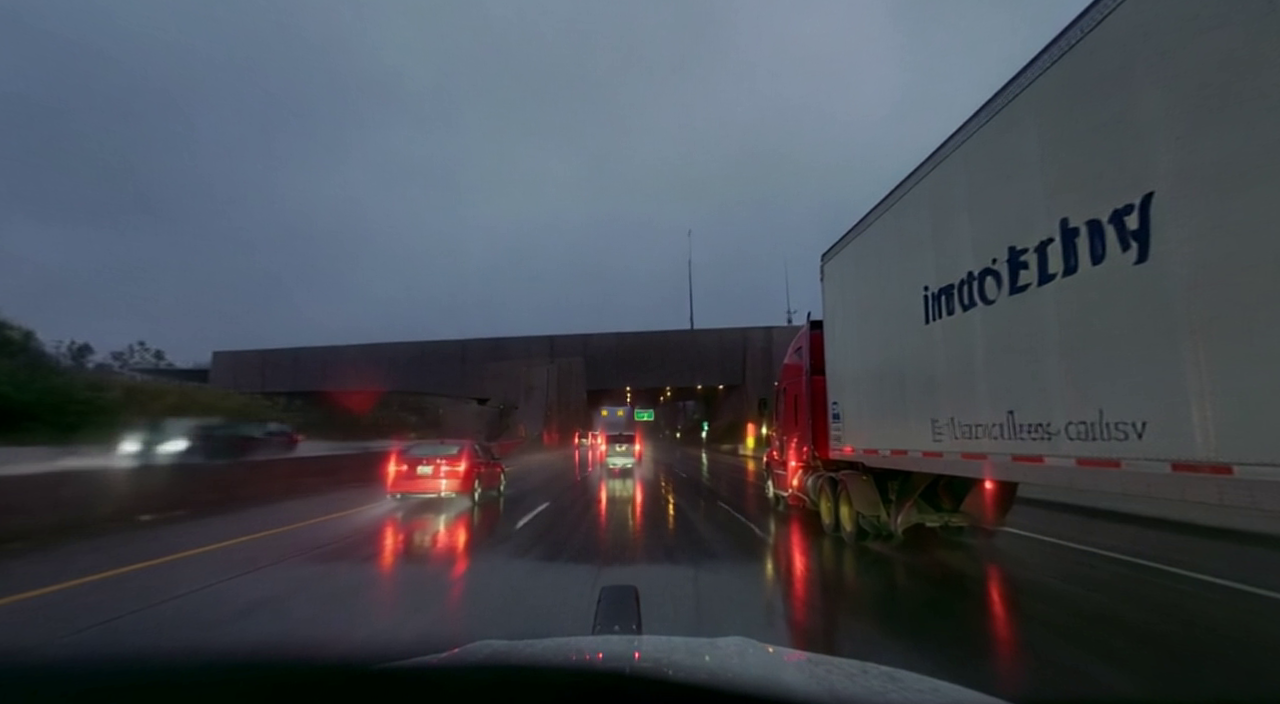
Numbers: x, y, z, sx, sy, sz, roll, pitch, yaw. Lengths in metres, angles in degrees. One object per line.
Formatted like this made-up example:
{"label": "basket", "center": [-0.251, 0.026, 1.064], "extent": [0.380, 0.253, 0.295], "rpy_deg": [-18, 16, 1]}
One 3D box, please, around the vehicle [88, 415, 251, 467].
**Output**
{"label": "vehicle", "center": [-15.316, 2.943, 20.929], "extent": [1.844, 1.493, 4.736], "rpy_deg": [0, -8, -1]}

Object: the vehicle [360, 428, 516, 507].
{"label": "vehicle", "center": [-4.167, 2.443, 13.887], "extent": [2.019, 1.435, 4.317], "rpy_deg": [0, -8, 0]}

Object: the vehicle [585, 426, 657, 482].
{"label": "vehicle", "center": [-0.582, 3.235, 20.285], "extent": [2.094, 1.600, 3.666], "rpy_deg": [0, -8, -1]}

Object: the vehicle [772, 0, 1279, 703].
{"label": "vehicle", "center": [3.826, -0.156, 3.804], "extent": [2.842, 4.108, 14.081], "rpy_deg": [0, -8, -1]}
